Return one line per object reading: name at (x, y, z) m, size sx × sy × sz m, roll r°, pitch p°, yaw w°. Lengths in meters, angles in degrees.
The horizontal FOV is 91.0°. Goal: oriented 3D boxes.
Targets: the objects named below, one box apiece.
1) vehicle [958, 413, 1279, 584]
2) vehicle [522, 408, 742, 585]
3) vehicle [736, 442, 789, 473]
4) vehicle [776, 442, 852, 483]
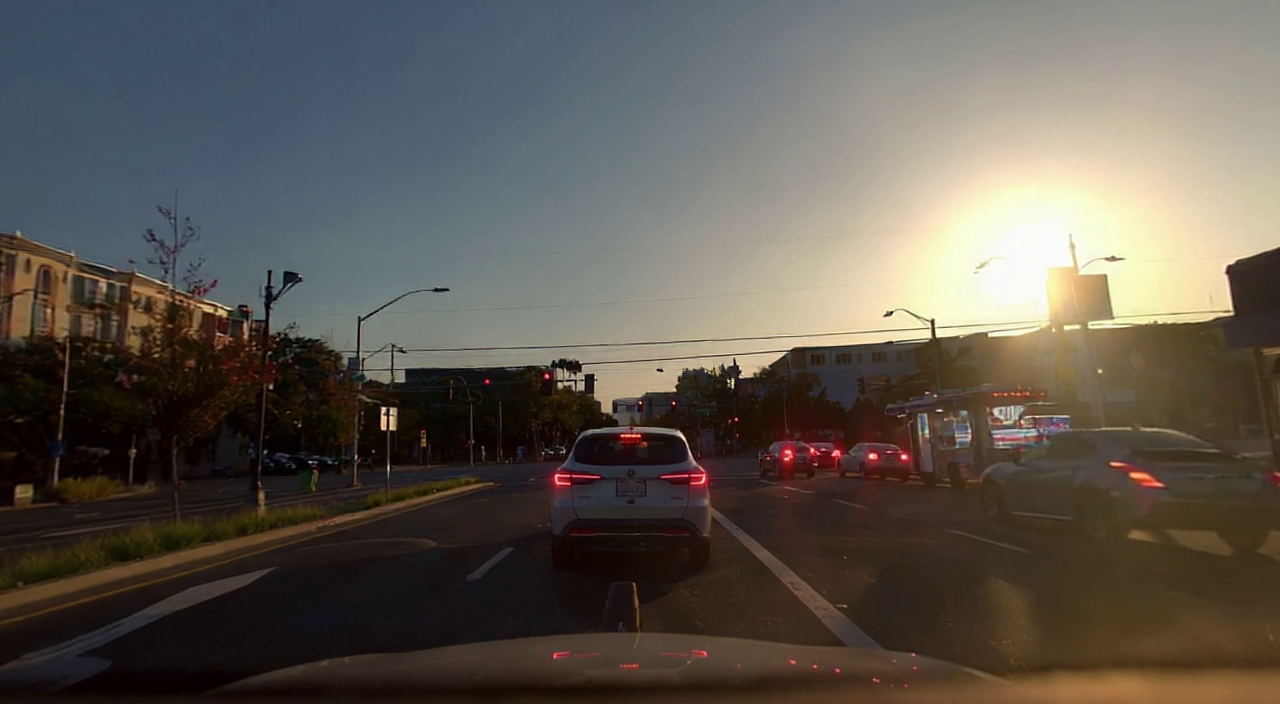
vehicle at (6.503, 1.774, 8.499) m, size 2.072 × 1.652 × 4.611 m, roll 0°, pitch -9°, yaw 1°
vehicle at (-0.063, 1.694, 8.115) m, size 2.115 × 1.700 × 3.901 m, roll 0°, pitch -9°, yaw 1°
vehicle at (6.259, 5.453, 32.633) m, size 1.961 × 1.477 × 4.454 m, roll 0°, pitch -9°, yaw 2°
vehicle at (6.854, 4.386, 25.300) m, size 1.833 × 1.452 × 4.237 m, roll 0°, pitch -9°, yaw 0°
